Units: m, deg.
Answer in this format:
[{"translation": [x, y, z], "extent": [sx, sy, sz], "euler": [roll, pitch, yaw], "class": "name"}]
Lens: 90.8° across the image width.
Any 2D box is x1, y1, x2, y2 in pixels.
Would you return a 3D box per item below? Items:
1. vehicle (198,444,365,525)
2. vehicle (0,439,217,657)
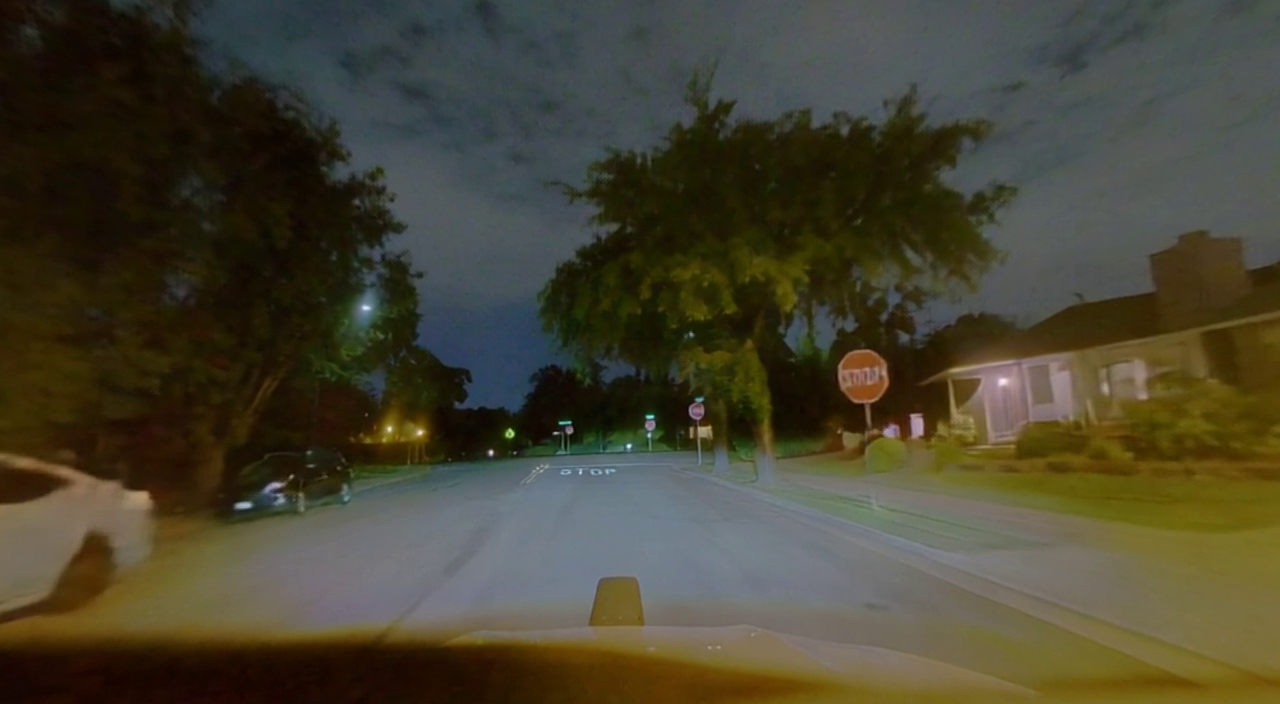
[{"translation": [-8.496, 3.104, 15.521], "extent": [1.994, 1.656, 4.334], "euler": [1, -8, -7], "class": "vehicle"}, {"translation": [-5.556, 1.332, 4.122], "extent": [2.146, 1.506, 4.885], "euler": [0, -8, 1], "class": "vehicle"}]
